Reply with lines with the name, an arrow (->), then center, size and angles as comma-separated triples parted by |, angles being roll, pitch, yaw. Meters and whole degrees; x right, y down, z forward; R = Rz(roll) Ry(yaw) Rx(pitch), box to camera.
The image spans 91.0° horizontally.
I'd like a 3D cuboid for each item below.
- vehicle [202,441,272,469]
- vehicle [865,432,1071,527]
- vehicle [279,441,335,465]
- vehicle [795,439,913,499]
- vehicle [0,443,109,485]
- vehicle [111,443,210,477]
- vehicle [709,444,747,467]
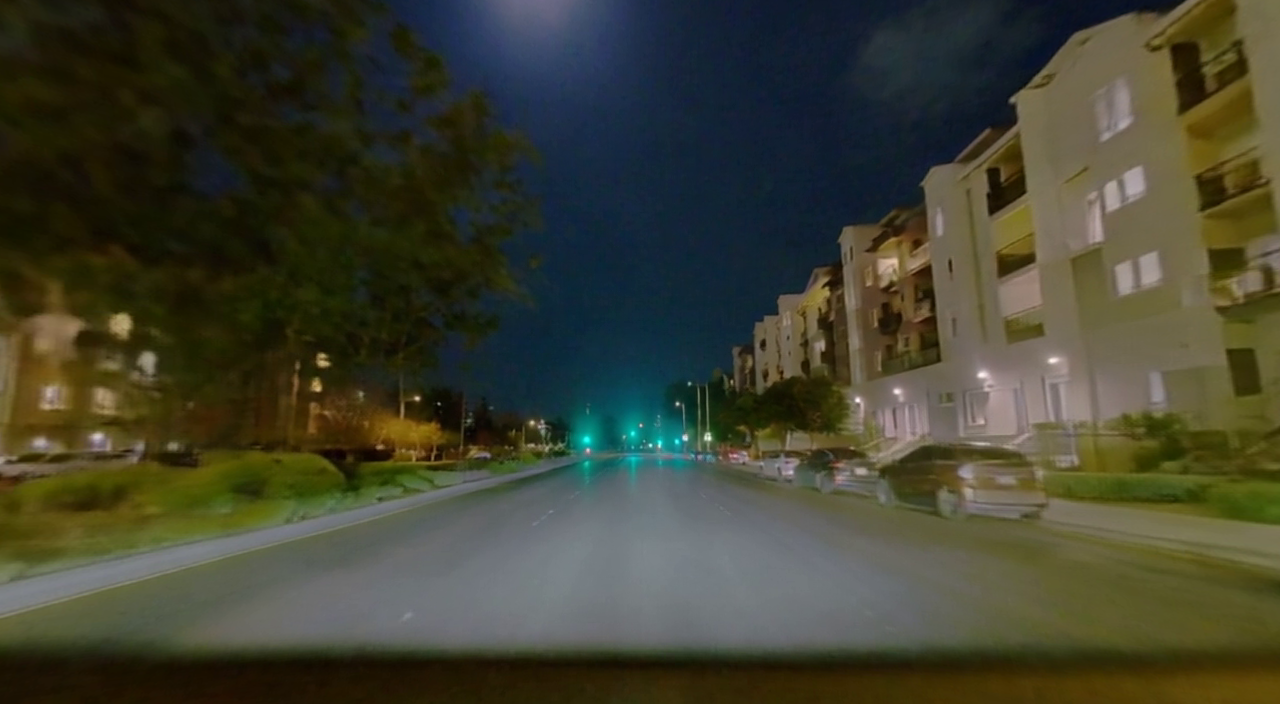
vehicle -> -25.922, 6.632, 40.637 | 1.781, 1.666, 4.238 | 0, -9, -2
vehicle -> 6.719, 2.634, 13.591 | 2.078, 1.699, 4.292 | 0, -9, -1
vehicle -> -25.456, 7.781, 48.275 | 2.000, 1.696, 4.318 | 0, -9, -1
vehicle -> 6.634, 3.663, 20.164 | 2.060, 1.672, 4.556 | 0, -9, -1
vehicle -> -25.961, 4.770, 27.214 | 1.996, 1.650, 4.382 | 0, -9, 2
vehicle -> -25.777, 5.808, 34.050 | 1.945, 1.694, 4.329 | 0, -9, 0
vehicle -> 6.281, 7.397, 45.295 | 2.056, 1.528, 4.816 | 0, -9, 0
